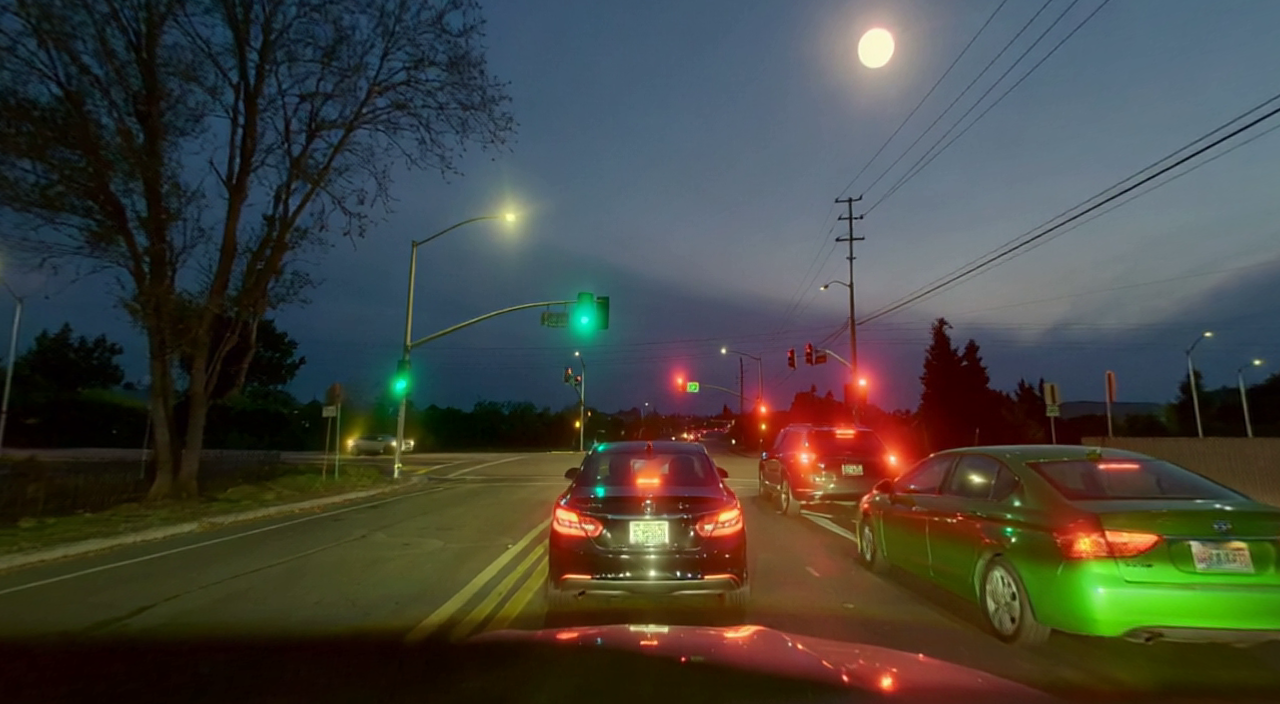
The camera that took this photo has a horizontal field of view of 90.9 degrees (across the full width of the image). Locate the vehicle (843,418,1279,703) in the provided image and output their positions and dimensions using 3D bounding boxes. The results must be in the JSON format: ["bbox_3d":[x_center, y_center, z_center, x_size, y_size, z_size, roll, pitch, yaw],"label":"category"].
[{"bbox_3d":[3.081,1.243,4.137,2.027,1.432,4.431,0,-8,0],"label":"vehicle"}]

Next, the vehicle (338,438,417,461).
[{"bbox_3d":[-17.236,6.413,41.467,4.406,1.458,1.892,-1,-8,7],"label":"vehicle"}]

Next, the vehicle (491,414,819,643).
[{"bbox_3d":[0.066,1.495,6.440,2.170,1.497,4.369,0,-8,-1],"label":"vehicle"}]
